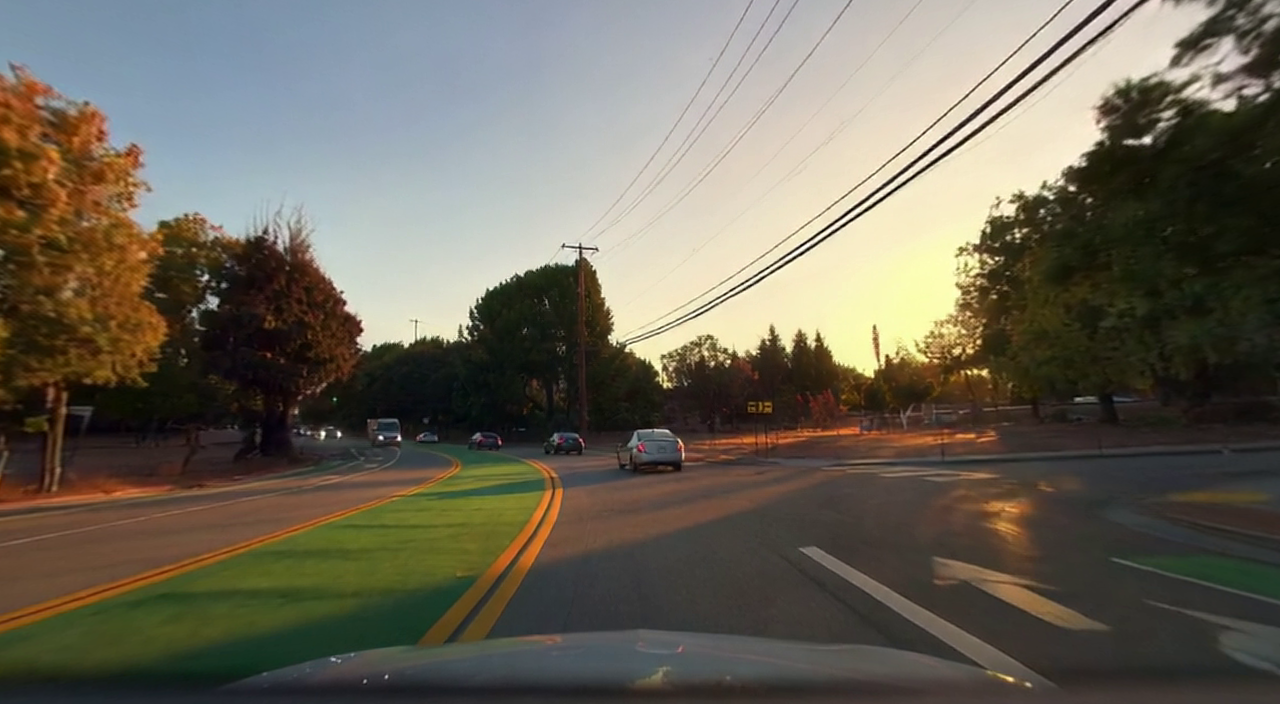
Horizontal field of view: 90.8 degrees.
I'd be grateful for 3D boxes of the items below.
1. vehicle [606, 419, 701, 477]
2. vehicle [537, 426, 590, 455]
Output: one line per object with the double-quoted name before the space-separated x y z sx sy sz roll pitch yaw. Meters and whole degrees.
"vehicle" 0.326 3.338 22.173 2.140 1.767 4.720 2 -8 -14
"vehicle" -4.866 5.557 39.573 2.075 1.699 4.520 4 -9 -23
